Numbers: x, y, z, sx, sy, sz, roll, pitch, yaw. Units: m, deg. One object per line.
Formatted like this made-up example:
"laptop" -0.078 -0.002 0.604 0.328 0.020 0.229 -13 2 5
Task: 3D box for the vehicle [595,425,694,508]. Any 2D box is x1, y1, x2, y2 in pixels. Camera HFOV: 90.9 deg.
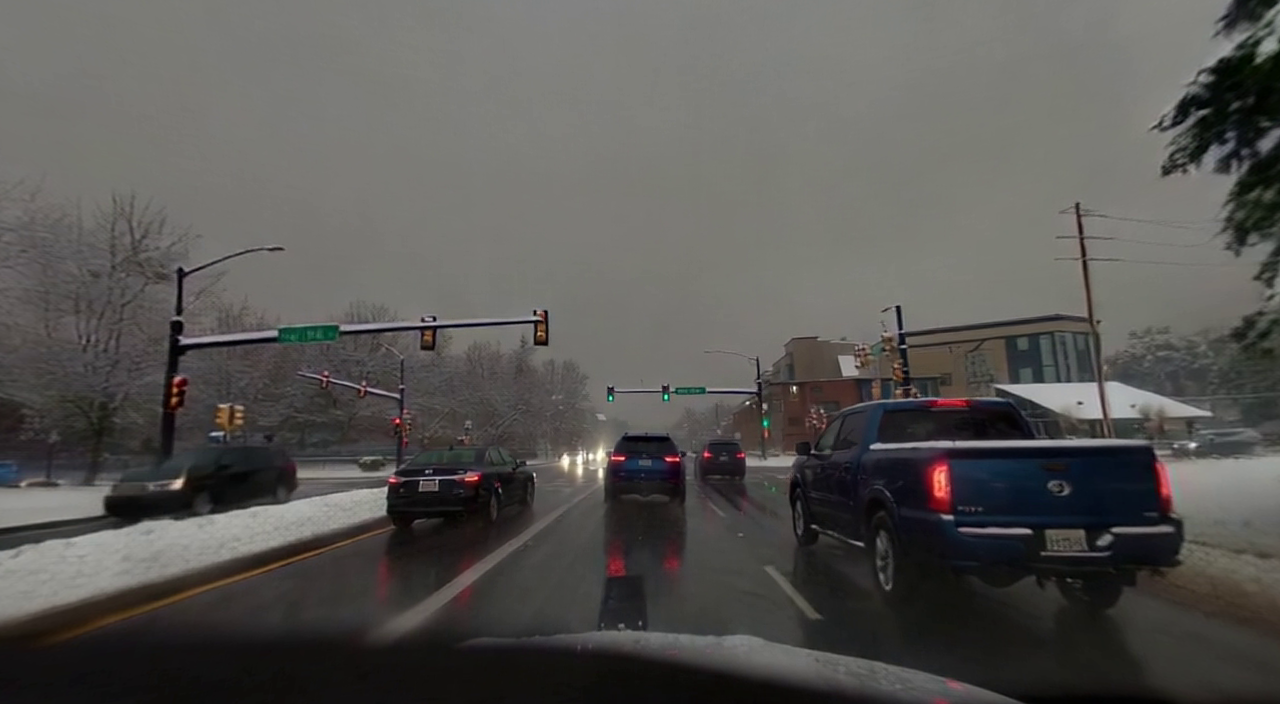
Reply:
"vehicle" 0.124 2.748 15.572 2.113 1.768 3.901 0 -8 1

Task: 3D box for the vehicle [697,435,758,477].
"vehicle" 4.306 5.204 31.944 2.408 1.908 5.355 0 -8 1

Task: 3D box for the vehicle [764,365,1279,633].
"vehicle" 3.308 1.425 7.367 2.571 1.857 5.841 0 -8 0

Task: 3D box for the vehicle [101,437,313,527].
"vehicle" -10.258 3.046 15.538 2.099 1.813 4.583 -1 -8 -2

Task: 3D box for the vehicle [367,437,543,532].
"vehicle" -3.278 2.423 12.321 1.909 1.476 4.751 0 -8 1

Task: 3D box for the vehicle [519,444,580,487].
"vehicle" -3.394 4.332 24.497 2.072 1.450 4.612 1 -8 -5
